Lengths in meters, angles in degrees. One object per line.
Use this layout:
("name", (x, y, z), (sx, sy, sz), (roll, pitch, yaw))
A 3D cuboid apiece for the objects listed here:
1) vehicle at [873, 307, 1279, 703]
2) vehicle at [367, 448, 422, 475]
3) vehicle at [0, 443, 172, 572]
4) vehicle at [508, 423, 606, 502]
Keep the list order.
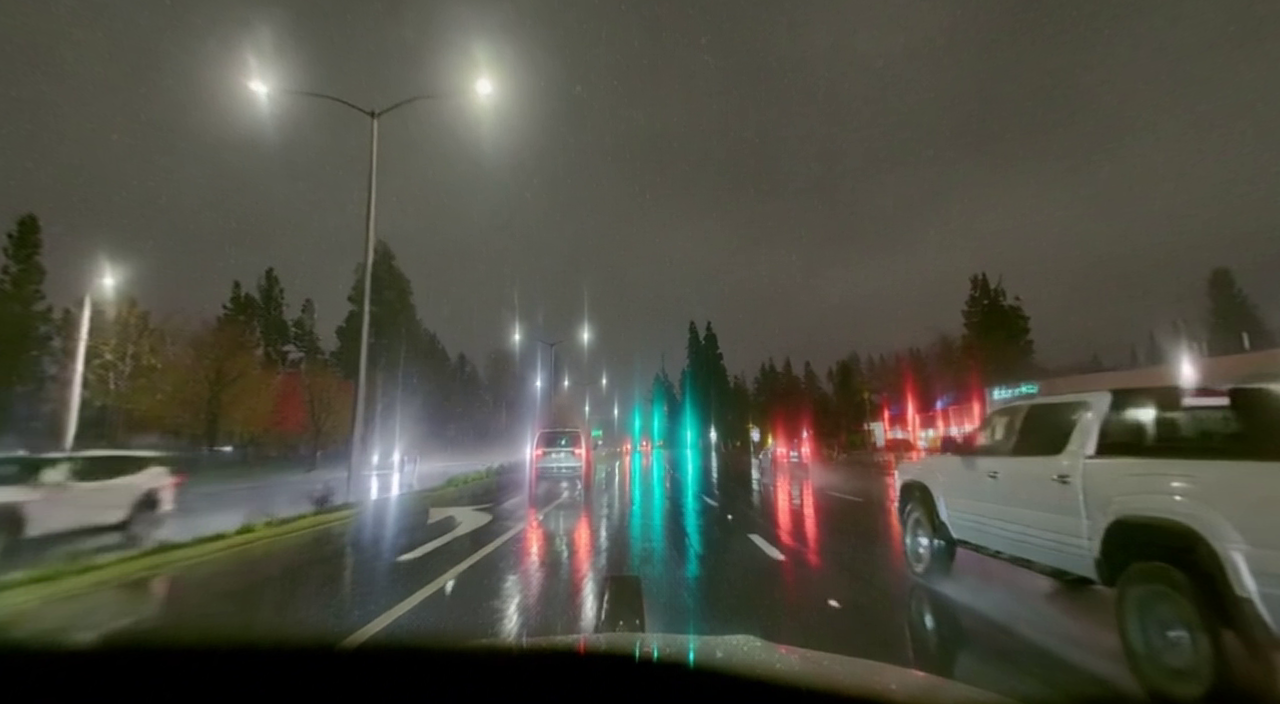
("vehicle", (3.485, 0.953, 3.914), (2.238, 1.767, 4.563), (0, -8, -1))
("vehicle", (-17.016, 7.592, 44.024), (2.060, 1.769, 4.385), (0, -8, 0))
("vehicle", (-8.884, 2.038, 8.599), (2.001, 1.579, 3.930), (0, -8, 0))
("vehicle", (-2.111, 3.004, 17.644), (2.300, 1.870, 4.936), (0, -8, -3))
